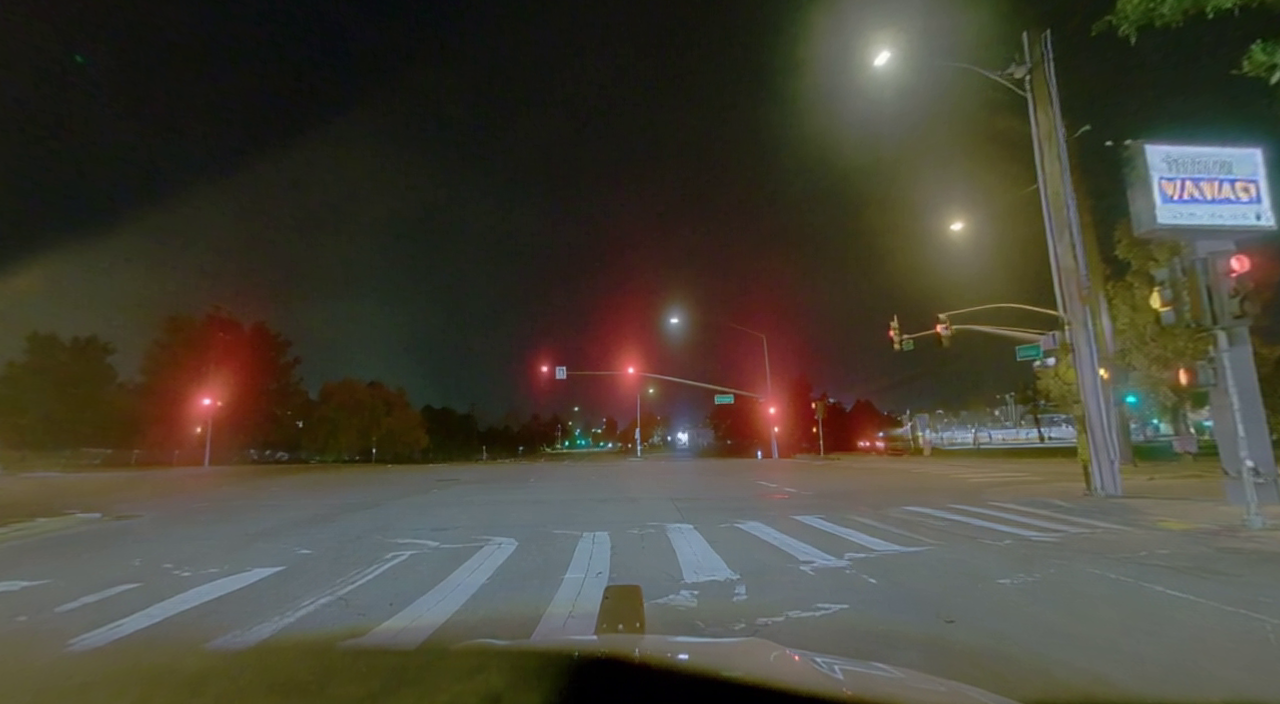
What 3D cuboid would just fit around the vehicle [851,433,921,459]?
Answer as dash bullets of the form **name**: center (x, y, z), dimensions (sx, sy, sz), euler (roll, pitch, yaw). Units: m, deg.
- **vehicle**: center (17.632, 6.749, 45.238), dimensions (4.600, 1.783, 1.970), euler (4, -10, -26)
